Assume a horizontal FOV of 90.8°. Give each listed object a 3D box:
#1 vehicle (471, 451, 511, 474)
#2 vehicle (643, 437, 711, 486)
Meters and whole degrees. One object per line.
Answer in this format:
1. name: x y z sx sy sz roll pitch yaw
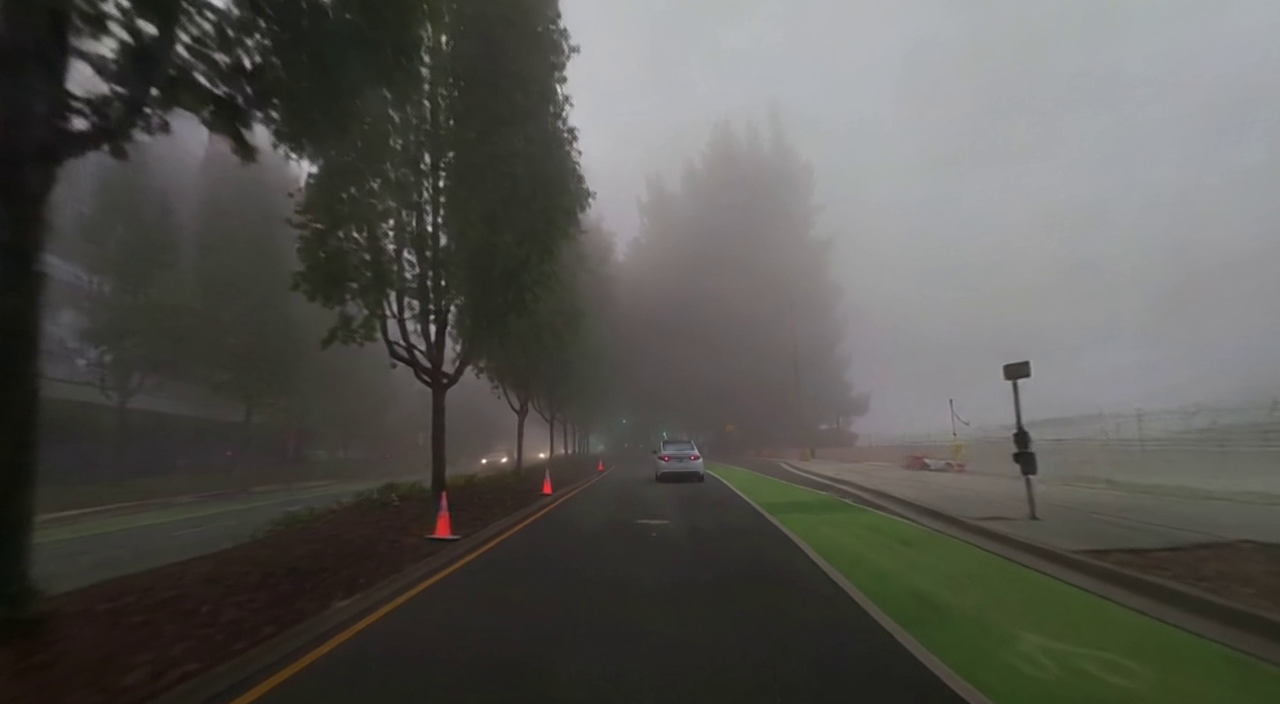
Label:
1. vehicle: -10.779 7.993 46.003 2.010 1.487 4.427 0 -8 -2
2. vehicle: 1.214 3.755 22.029 2.114 1.493 4.430 0 -8 1
